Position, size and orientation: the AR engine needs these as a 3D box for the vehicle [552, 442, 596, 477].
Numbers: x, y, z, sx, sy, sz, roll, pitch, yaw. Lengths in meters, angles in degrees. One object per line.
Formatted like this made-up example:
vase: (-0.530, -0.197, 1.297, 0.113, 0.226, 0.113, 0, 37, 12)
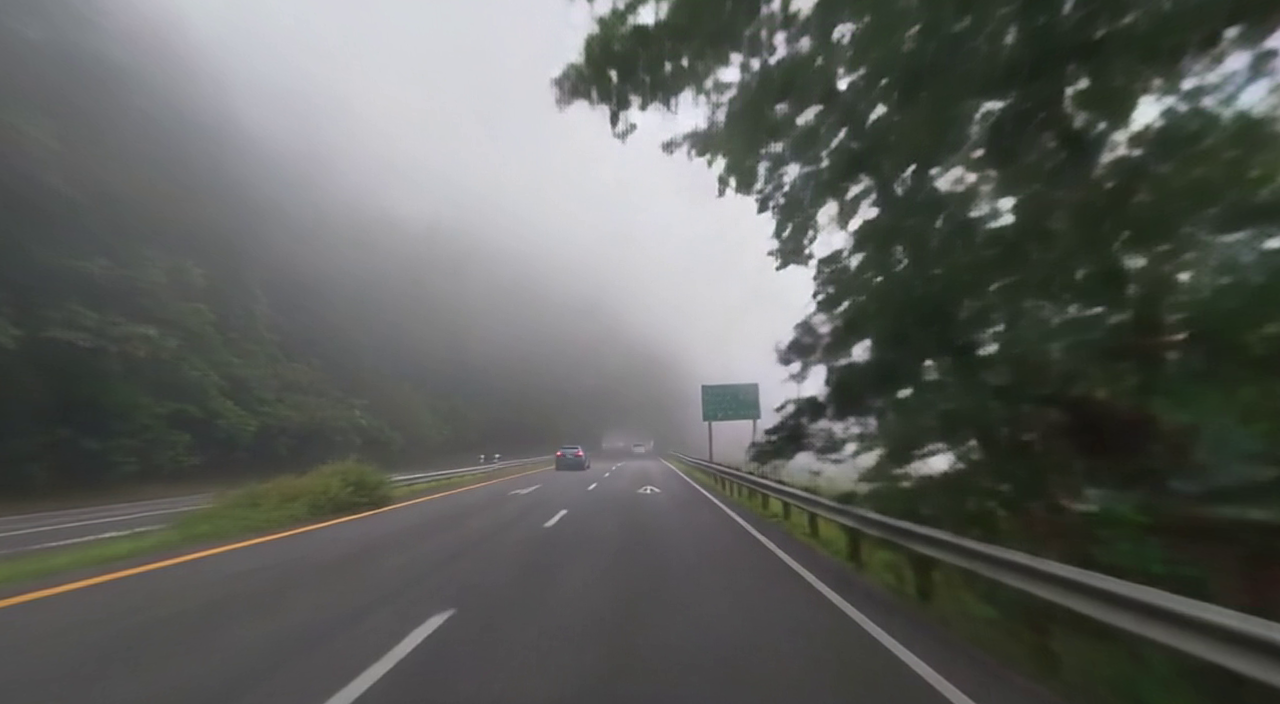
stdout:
vehicle: (-3.122, 5.146, 30.288, 1.675, 1.537, 3.574, 0, -9, 1)
